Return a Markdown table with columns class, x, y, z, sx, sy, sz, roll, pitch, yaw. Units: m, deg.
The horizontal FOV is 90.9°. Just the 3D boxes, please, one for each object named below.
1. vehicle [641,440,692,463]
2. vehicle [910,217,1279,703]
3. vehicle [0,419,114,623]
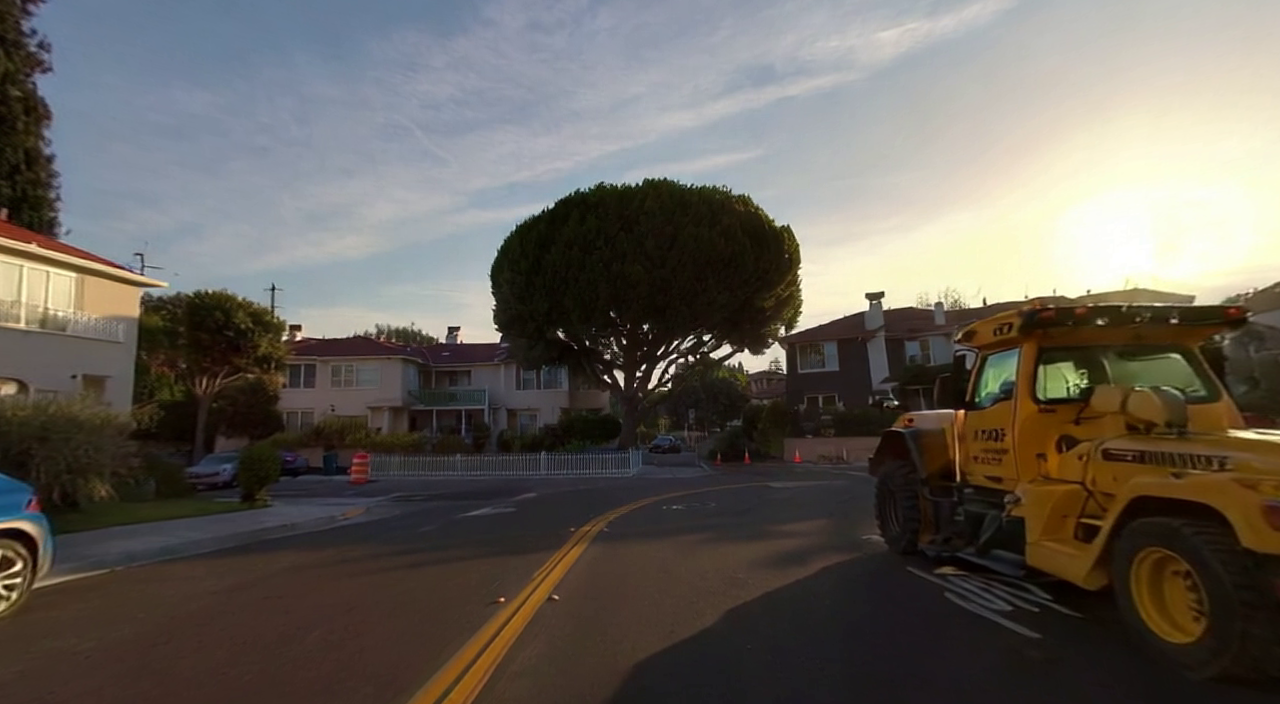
| class | x | y | z | sx | sy | sz | roll | pitch | yaw |
| --- | --- | --- | --- | --- | --- | --- | --- | --- | --- |
| vehicle | 1.911 | 7.247 | 46.124 | 3.629 | 1.578 | 1.802 | 0 | -8 | -1 |
| vehicle | 4.337 | 0.816 | 5.082 | 2.501 | 2.613 | 3.505 | 0 | -9 | -4 |
| vehicle | -6.729 | 1.303 | 4.205 | 2.220 | 1.765 | 4.799 | 0 | -8 | 1 |
